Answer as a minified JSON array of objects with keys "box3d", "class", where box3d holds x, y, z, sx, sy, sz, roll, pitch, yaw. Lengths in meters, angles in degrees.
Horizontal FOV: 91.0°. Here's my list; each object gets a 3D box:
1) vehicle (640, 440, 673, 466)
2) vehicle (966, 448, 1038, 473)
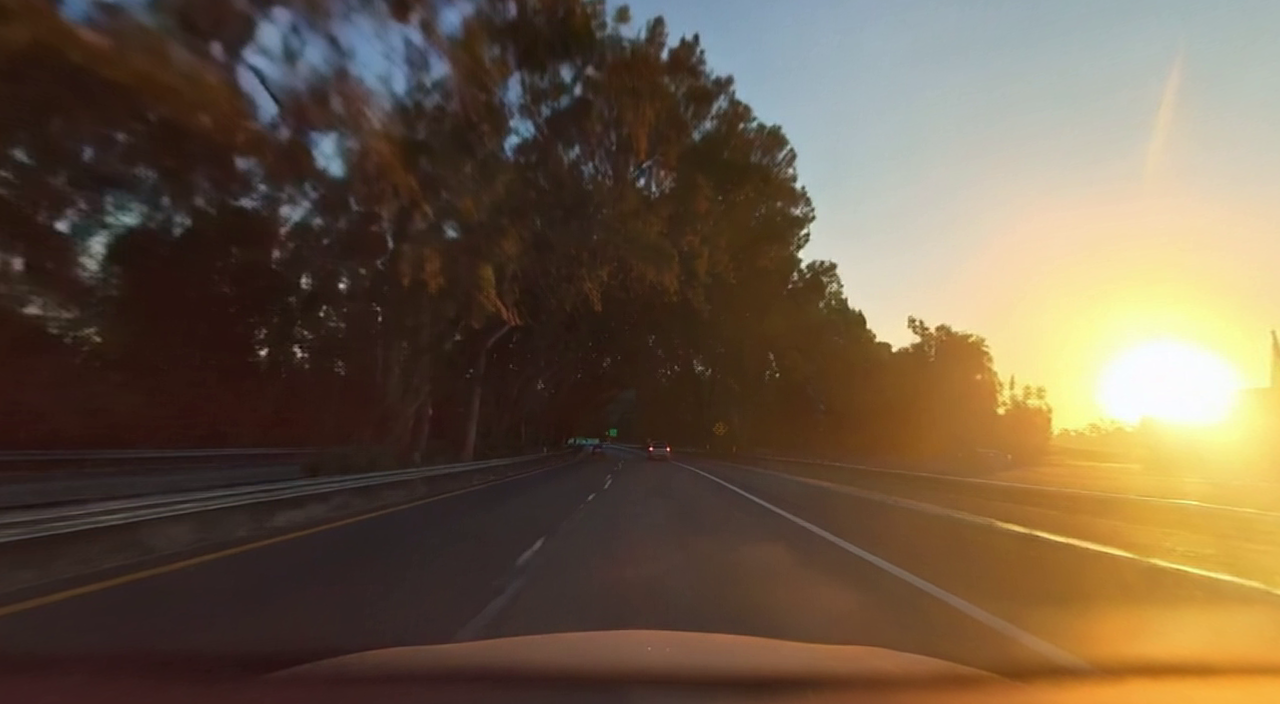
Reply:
[{"box3d":[0.990,6.329,39.601,1.966,1.542,3.979,0,-8,-1],"class":"vehicle"},{"box3d":[24.916,7.458,43.446,1.938,1.534,4.006,2,-9,-16],"class":"vehicle"}]
